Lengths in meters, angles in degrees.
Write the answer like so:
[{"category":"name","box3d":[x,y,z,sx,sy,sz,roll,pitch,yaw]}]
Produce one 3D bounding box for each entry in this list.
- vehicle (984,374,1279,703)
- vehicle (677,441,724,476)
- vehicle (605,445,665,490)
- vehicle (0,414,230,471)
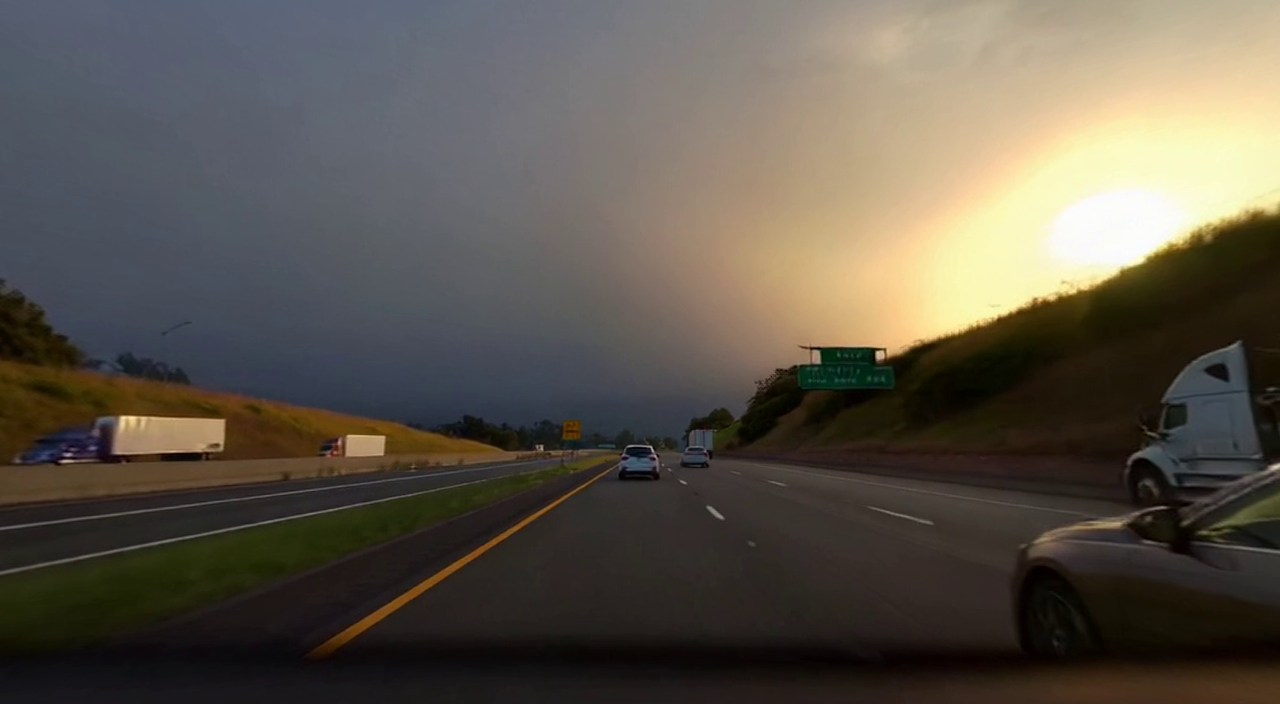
[{"category":"vehicle","box3d":[3.072,0.742,1.379,1.997,1.534,4.664,0,-9,0]},{"category":"vehicle","box3d":[3.118,5.598,33.366,2.048,1.704,4.284,0,-9,0]},{"category":"vehicle","box3d":[-0.172,4.052,22.438,1.970,1.441,3.846,0,-9,0]},{"category":"vehicle","box3d":[-36.390,6.385,45.499,2.886,3.282,16.757,-1,-7,-2]}]
